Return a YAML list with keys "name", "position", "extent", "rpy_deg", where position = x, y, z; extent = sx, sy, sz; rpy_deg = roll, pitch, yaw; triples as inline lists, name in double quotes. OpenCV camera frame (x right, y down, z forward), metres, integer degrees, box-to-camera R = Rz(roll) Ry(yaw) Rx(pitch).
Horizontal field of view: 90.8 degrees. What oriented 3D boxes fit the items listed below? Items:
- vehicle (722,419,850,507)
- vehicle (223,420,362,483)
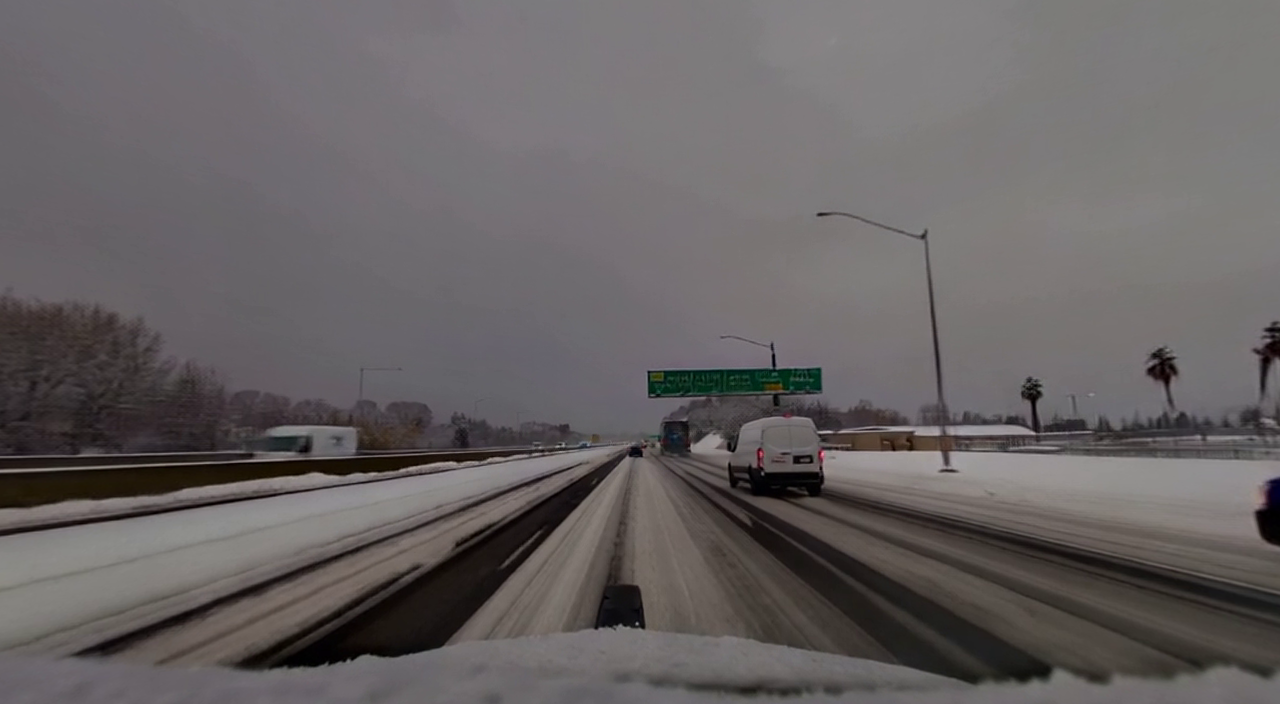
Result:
- name: "vehicle"
  position: [3.548, 2.819, 16.422]
  extent: [2.035, 1.931, 4.841]
  rpy_deg: [0, -9, -1]
- name: "vehicle"
  position: [-17.705, 5.182, 33.074]
  extent: [2.792, 2.832, 8.825]
  rpy_deg: [1, -9, -4]
